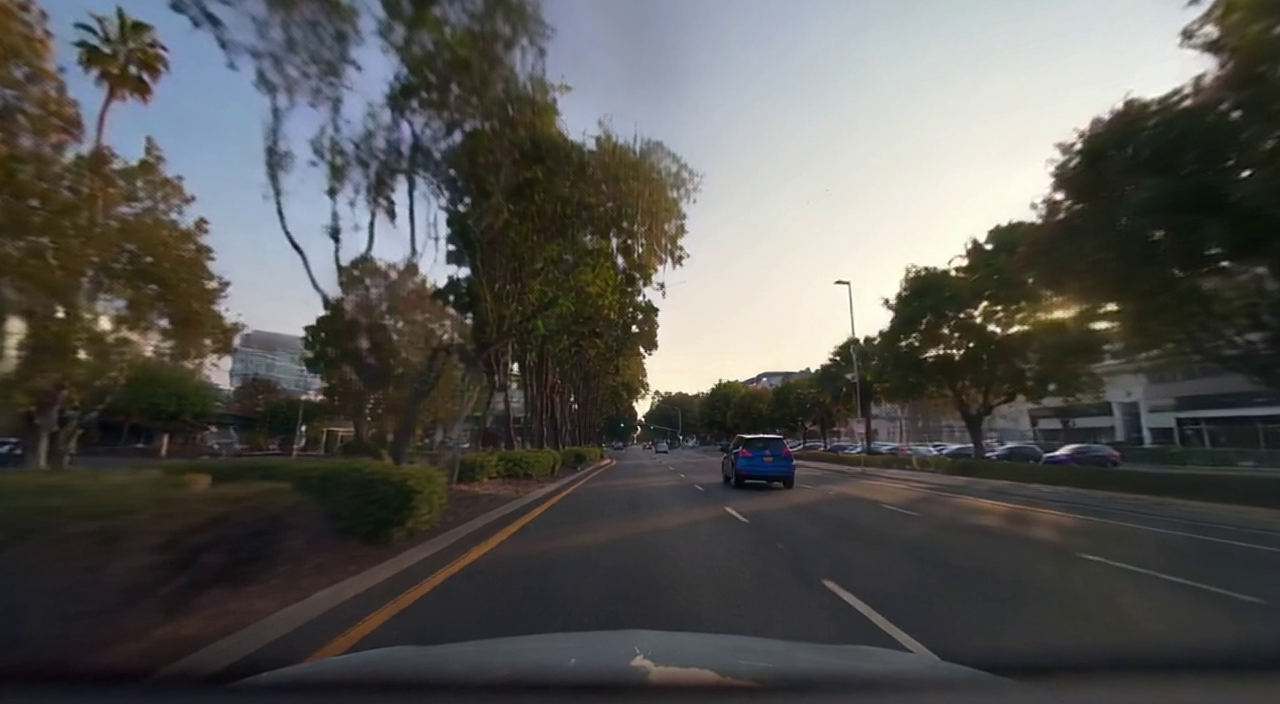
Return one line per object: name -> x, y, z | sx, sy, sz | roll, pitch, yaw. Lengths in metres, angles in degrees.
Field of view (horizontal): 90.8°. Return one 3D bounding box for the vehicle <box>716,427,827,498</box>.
vehicle -> 3.457, 3.009, 17.537 | 2.072, 1.696, 4.177 | 0, -8, -1
